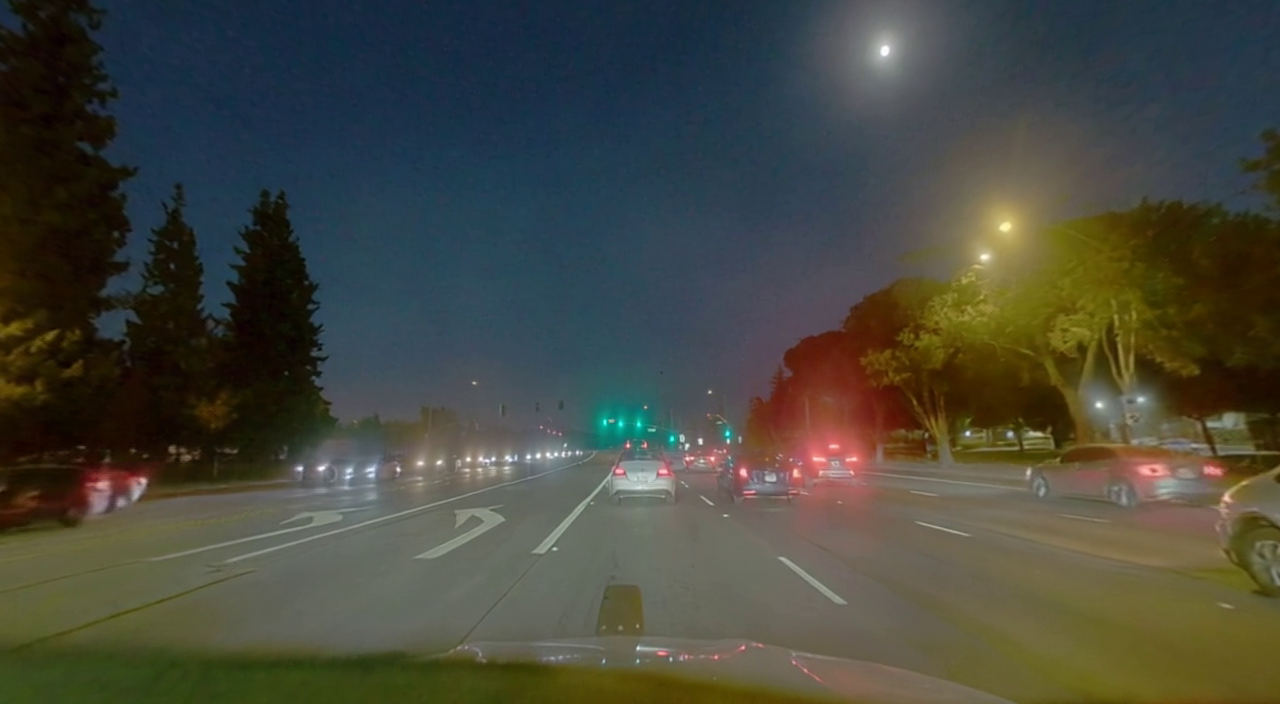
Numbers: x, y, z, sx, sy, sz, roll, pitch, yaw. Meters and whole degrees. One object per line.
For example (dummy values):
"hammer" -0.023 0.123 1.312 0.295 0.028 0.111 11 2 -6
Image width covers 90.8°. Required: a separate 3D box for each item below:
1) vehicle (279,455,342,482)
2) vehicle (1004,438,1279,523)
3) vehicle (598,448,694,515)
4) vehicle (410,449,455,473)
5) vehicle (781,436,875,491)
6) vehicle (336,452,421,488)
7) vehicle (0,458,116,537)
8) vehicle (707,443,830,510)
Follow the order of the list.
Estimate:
"vehicle" -22.463 7.919 43.298 1.889 1.651 4.512 0 -9 0
"vehicle" 10.536 2.678 13.846 1.890 1.488 5.113 0 -9 -2
"vehicle" 0.068 2.992 15.162 1.990 1.347 4.067 0 -9 -2
"vehicle" -15.925 8.376 48.770 1.908 1.703 4.547 0 -9 0
"vehicle" 6.378 3.814 21.935 1.931 1.685 4.054 0 -9 -1
"vehicle" -12.114 5.453 29.590 2.002 1.500 4.536 0 -9 0
"vehicle" -13.507 2.931 12.802 2.018 1.469 4.916 1 -9 -7
"vehicle" 3.087 3.102 16.375 1.970 1.445 4.974 0 -9 -2
